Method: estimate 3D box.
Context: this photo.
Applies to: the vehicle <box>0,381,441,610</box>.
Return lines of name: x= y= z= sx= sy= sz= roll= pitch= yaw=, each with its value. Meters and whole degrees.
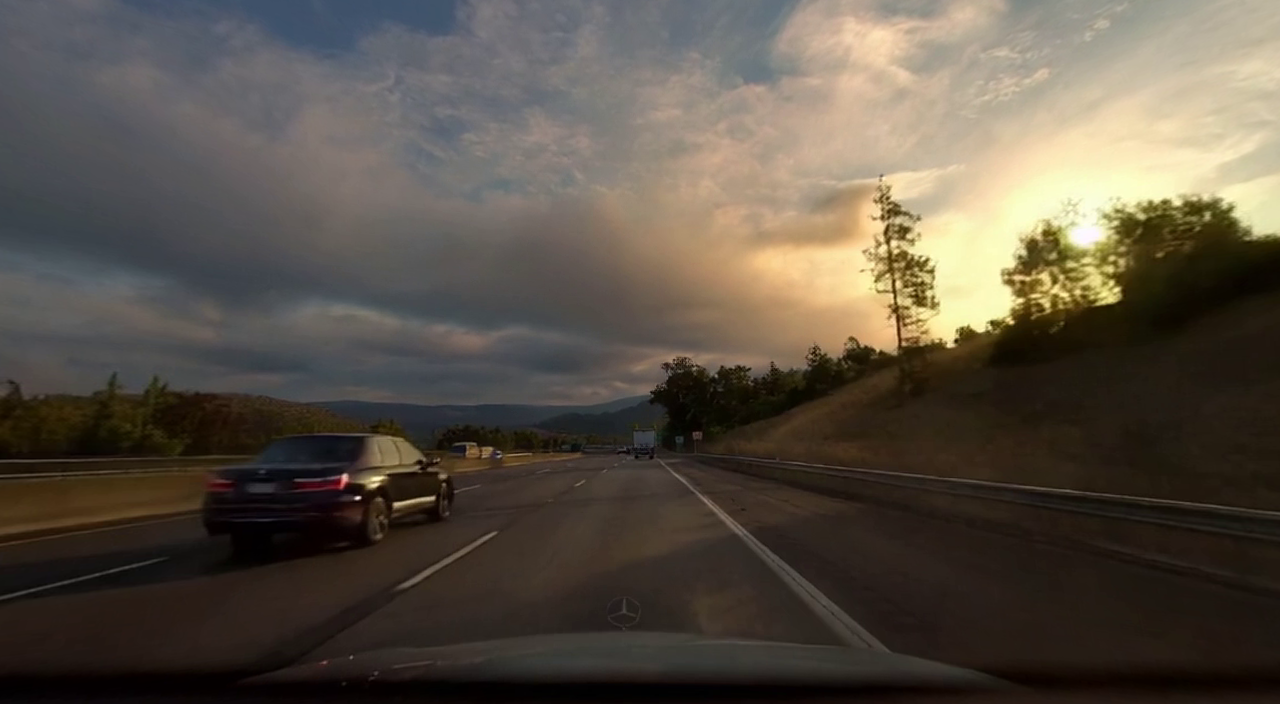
vehicle: x=-3.961 y=1.385 z=6.834 sx=2.216 sy=1.678 sz=4.204 roll=0 pitch=-9 yaw=0
